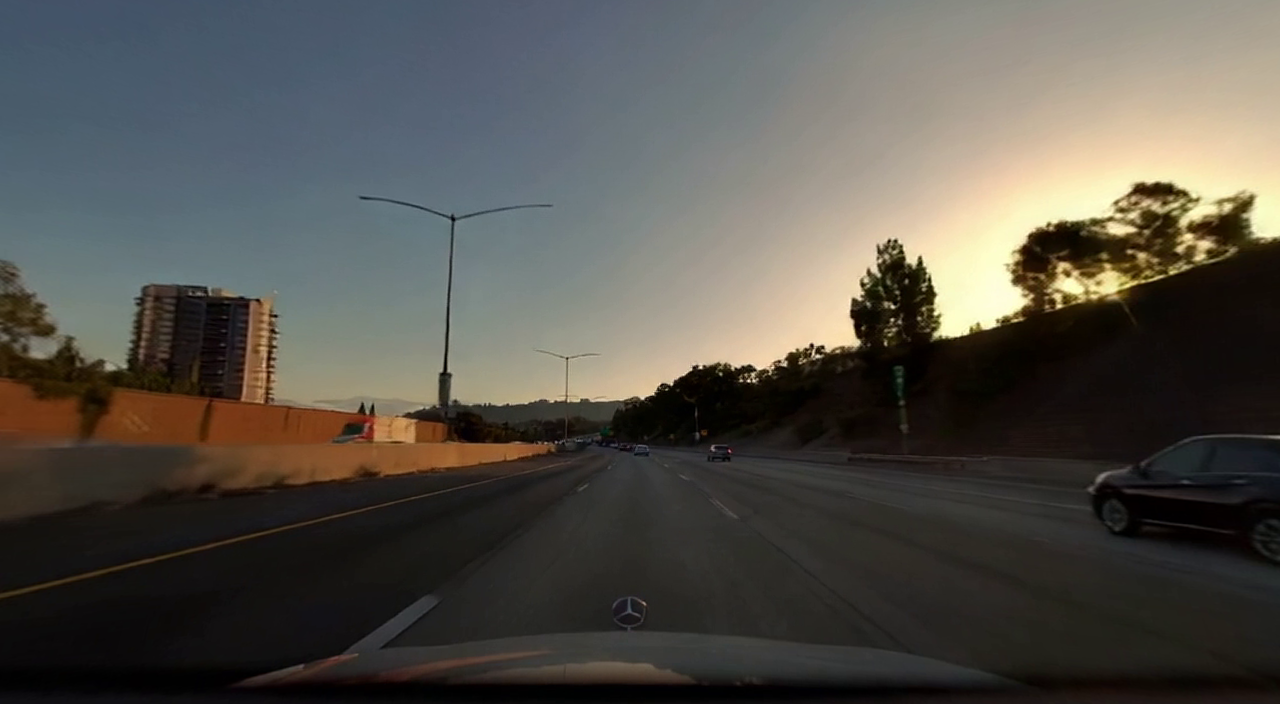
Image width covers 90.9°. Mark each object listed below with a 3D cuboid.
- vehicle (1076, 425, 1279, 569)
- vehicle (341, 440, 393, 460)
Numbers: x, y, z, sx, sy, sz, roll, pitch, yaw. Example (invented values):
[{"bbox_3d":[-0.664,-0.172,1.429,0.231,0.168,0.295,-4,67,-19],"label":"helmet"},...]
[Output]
[{"bbox_3d":[7.838,1.654,7.423,2.031,1.524,4.657,0,-8,0],"label":"vehicle"},{"bbox_3d":[-21.523,7.724,49.915,1.936,1.478,4.875,0,-8,1],"label":"vehicle"}]
